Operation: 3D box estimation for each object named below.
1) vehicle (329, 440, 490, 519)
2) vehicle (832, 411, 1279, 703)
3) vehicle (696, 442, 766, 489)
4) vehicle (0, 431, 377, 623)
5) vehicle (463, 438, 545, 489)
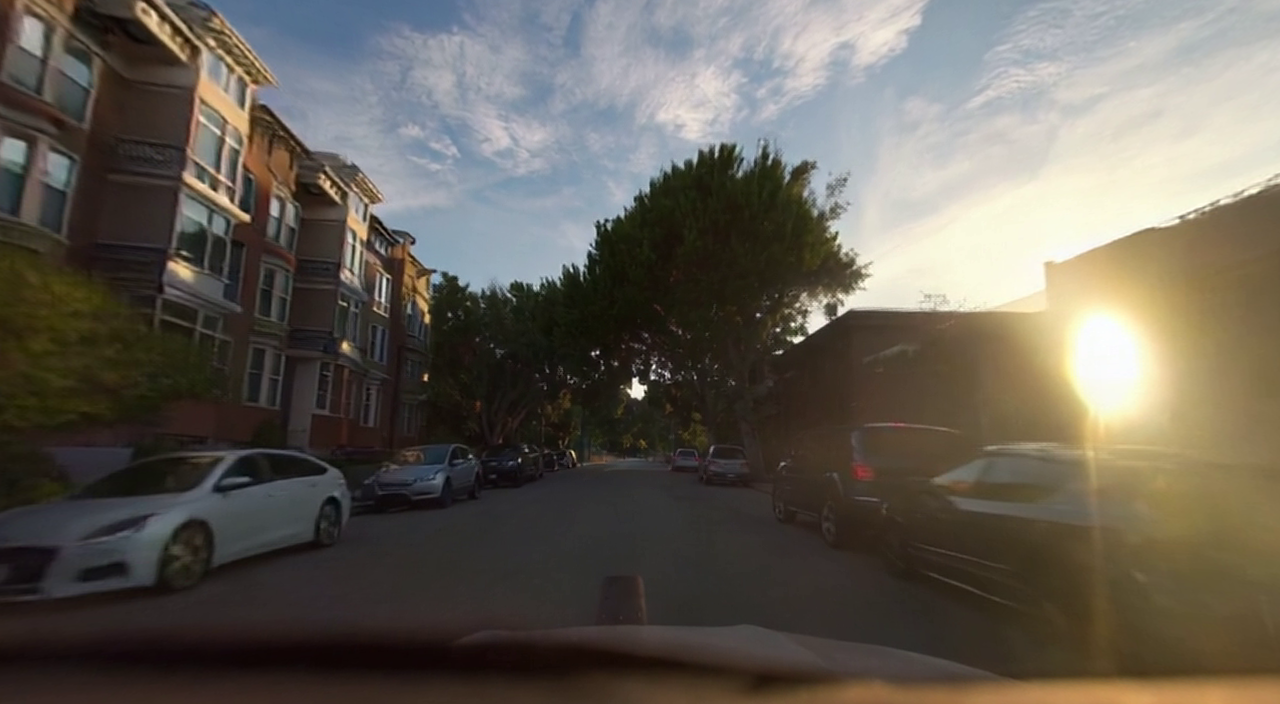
[{"bbox_3d":[-6.046,3.373,17.526,2.431,1.718,5.431,-3,-8,0],"label":"vehicle"},{"bbox_3d":[3.553,1.497,5.793,1.988,1.652,5.017,0,-8,0],"label":"vehicle"},{"bbox_3d":[3.803,4.843,27.412,2.137,1.848,4.953,0,-8,-2],"label":"vehicle"},{"bbox_3d":[-5.649,1.937,8.249,2.256,1.590,5.488,-2,-8,-2],"label":"vehicle"},{"bbox_3d":[-5.908,4.898,28.192,2.499,2.008,5.293,0,-8,0],"label":"vehicle"}]
